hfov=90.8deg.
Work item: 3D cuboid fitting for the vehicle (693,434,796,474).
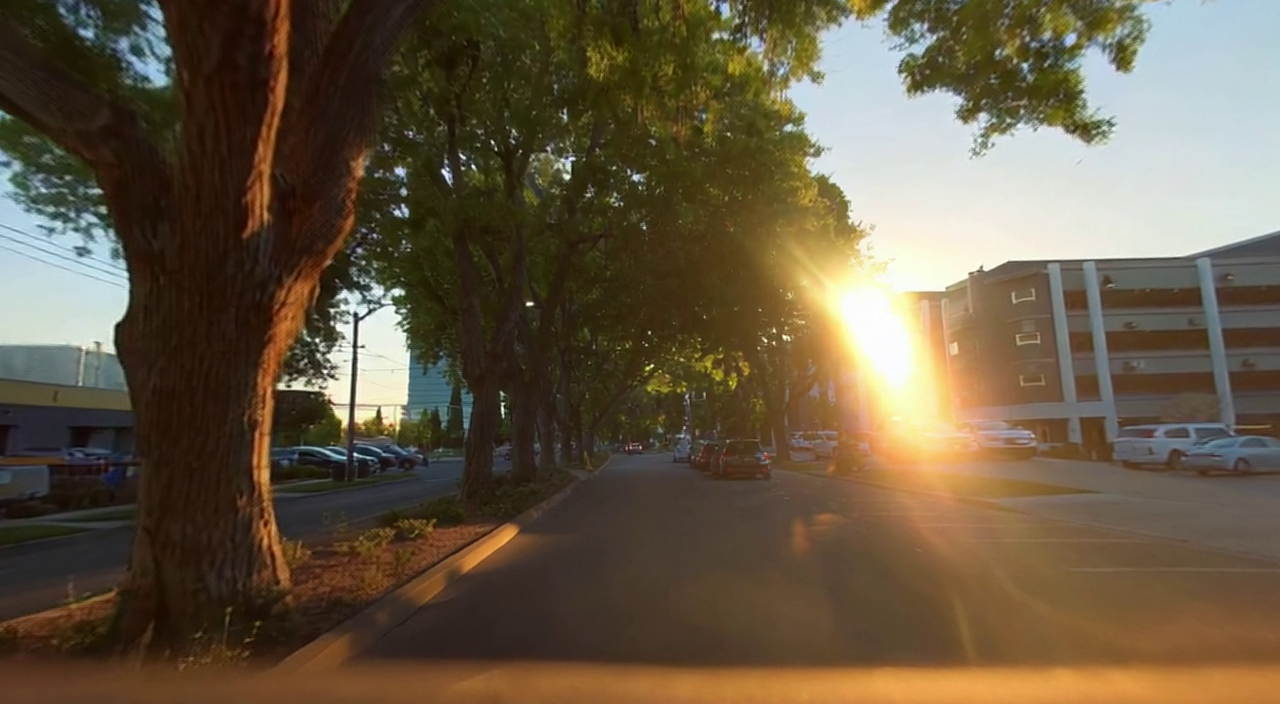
[{"bbox_3d":[4.929,4.761,29.570,4.626,1.723,1.939,5,-10,-33],"label":"vehicle"}]

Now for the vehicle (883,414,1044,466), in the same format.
[{"bbox_3d":[13.557,3.730,26.748,5.540,2.045,2.259,0,-8,-2],"label":"vehicle"}]

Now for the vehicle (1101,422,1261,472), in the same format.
[{"bbox_3d":[25.516,4.491,29.941,5.596,2.168,2.307,2,-8,-4],"label":"vehicle"}]

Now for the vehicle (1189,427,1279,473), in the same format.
[{"bbox_3d":[26.356,4.114,26.545,4.591,1.808,2.016,0,-9,0],"label":"vehicle"}]

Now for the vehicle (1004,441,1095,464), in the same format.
[{"bbox_3d":[26.214,6.428,40.505,4.558,1.452,1.790,0,-8,-2],"label":"vehicle"}]

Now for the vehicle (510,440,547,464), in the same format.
[{"bbox_3d":[-7.994,7.232,45.731,1.993,1.640,4.457,0,-8,-1],"label":"vehicle"}]

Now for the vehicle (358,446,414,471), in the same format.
[{"bbox_3d":[-17.327,7.255,43.326,1.850,1.531,4.256,0,-8,3],"label":"vehicle"}]

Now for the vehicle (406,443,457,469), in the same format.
[{"bbox_3d":[-14.472,7.191,44.036,1.888,1.657,4.138,0,-8,4],"label":"vehicle"}]

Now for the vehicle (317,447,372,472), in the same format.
[{"bbox_3d":[-20.329,7.377,43.676,1.880,1.617,3.870,0,-8,1],"label":"vehicle"}]
